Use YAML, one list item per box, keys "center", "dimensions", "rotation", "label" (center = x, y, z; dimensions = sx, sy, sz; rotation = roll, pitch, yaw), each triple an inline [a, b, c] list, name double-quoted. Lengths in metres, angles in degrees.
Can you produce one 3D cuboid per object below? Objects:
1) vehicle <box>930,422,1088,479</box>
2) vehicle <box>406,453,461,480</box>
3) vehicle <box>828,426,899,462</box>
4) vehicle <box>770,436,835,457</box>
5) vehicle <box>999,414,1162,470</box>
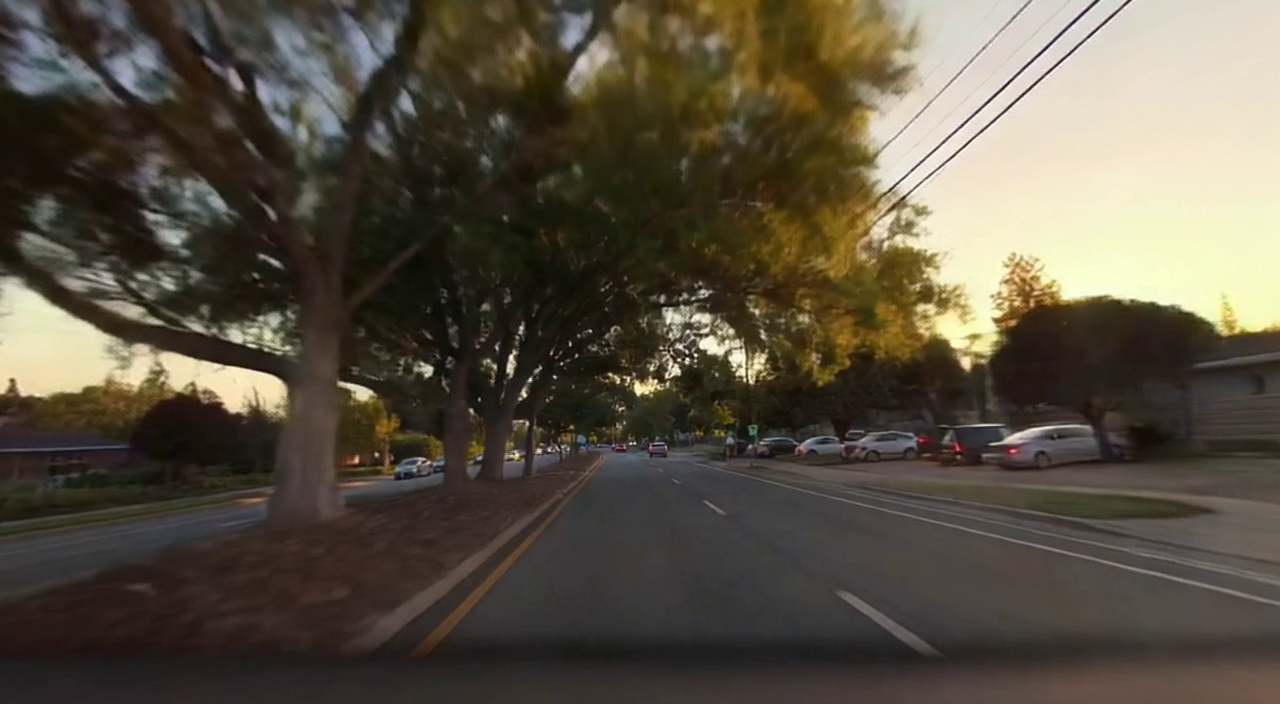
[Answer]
- center: [10.677, 2.913, 18.772]
  dimensions: [1.847, 1.455, 4.650]
  rotation: [0, -8, -1]
  label: "vehicle"
- center: [-12.310, 6.841, 37.941]
  dimensions: [1.851, 1.459, 4.295]
  rotation: [0, -8, -1]
  label: "vehicle"
- center: [11.396, 4.740, 32.587]
  dimensions: [2.044, 1.716, 4.637]
  rotation: [0, -8, 1]
  label: "vehicle"
- center: [11.970, 6.968, 46.673]
  dimensions: [4.237, 1.476, 1.743]
  rotation: [0, -8, -1]
  label: "vehicle"
- center: [13.184, 2.760, 19.306]
  dimensions: [1.889, 1.499, 4.218]
  rotation: [0, -8, 0]
  label: "vehicle"
